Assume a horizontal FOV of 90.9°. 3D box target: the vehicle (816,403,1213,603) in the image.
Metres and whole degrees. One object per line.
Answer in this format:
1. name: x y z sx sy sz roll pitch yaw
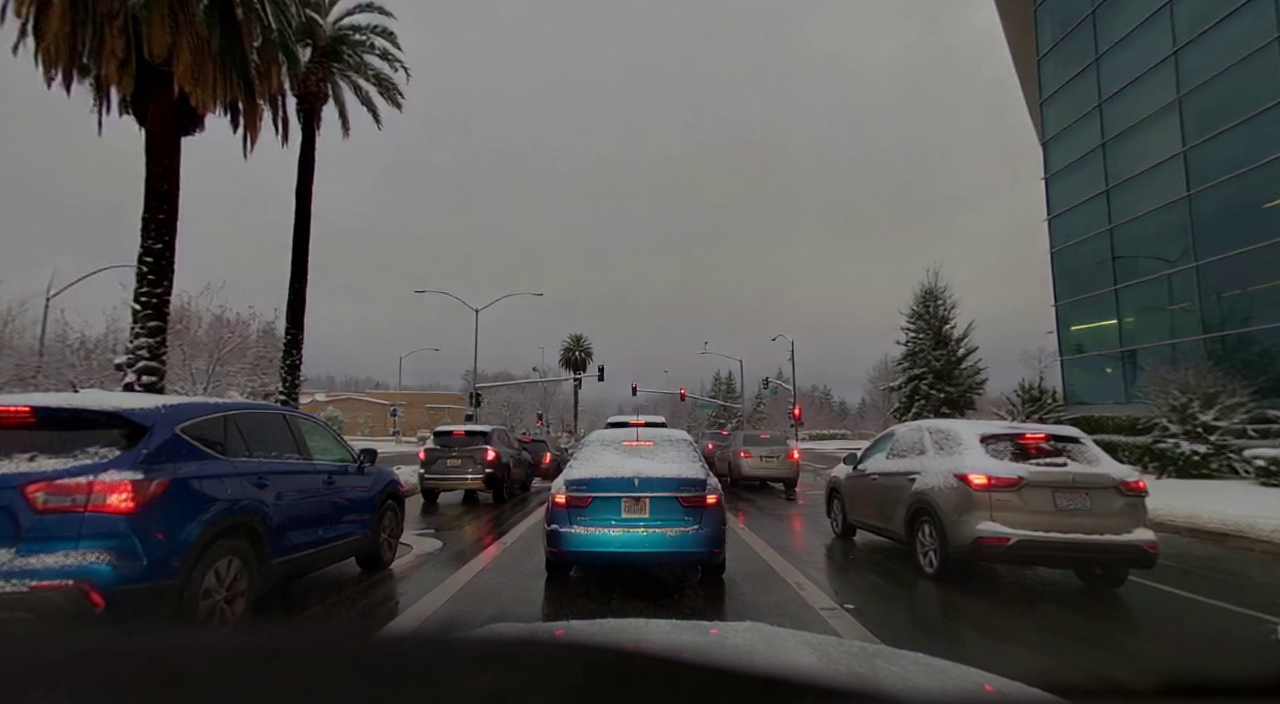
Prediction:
1. vehicle: 3.836 1.617 7.673 2.064 1.696 4.431 0 -8 0

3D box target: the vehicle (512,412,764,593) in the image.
1. vehicle: -0.057 1.653 7.808 2.219 1.586 4.321 0 -8 -1

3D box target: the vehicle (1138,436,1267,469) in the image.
1. vehicle: 25.454 4.539 28.637 4.014 1.417 1.777 -1 -8 5

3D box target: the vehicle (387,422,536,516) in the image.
1. vehicle: -3.472 2.347 13.067 1.917 1.631 3.768 0 -8 1

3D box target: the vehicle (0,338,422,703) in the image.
1. vehicle: -3.541 1.133 5.079 2.014 1.775 4.404 0 -8 -1
